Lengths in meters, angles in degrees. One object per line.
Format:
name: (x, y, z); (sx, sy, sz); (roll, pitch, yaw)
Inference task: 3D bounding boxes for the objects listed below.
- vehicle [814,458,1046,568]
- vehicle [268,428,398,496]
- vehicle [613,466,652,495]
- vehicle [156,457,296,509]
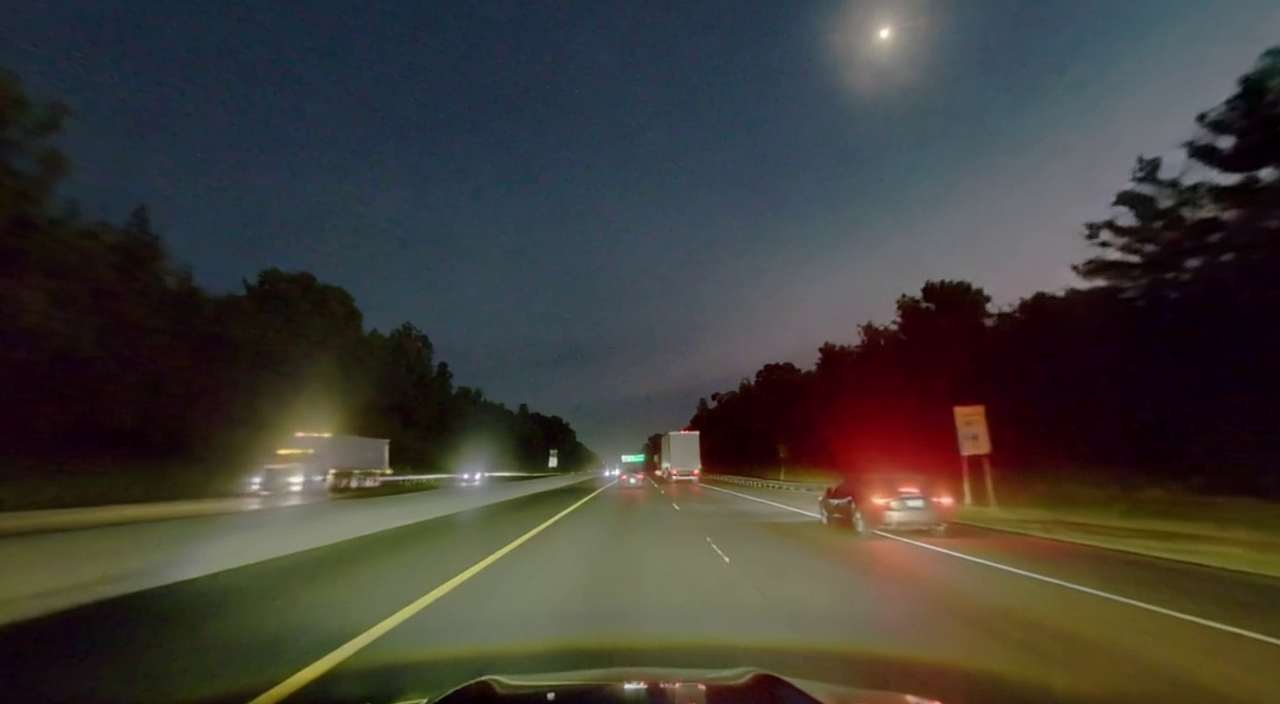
vehicle: (4.642, 2.643, 10.980); (1.897, 1.476, 4.334); (1, -10, -1)
vehicle: (-20.053, 7.445, 42.416); (2.946, 3.818, 11.566); (-1, -10, 0)
vehicle: (-0.419, 6.961, 34.369); (2.010, 1.436, 3.973); (1, -10, -1)
vehicle: (-16.357, 5.209, 25.344); (2.027, 1.800, 5.243); (1, -10, 0)
